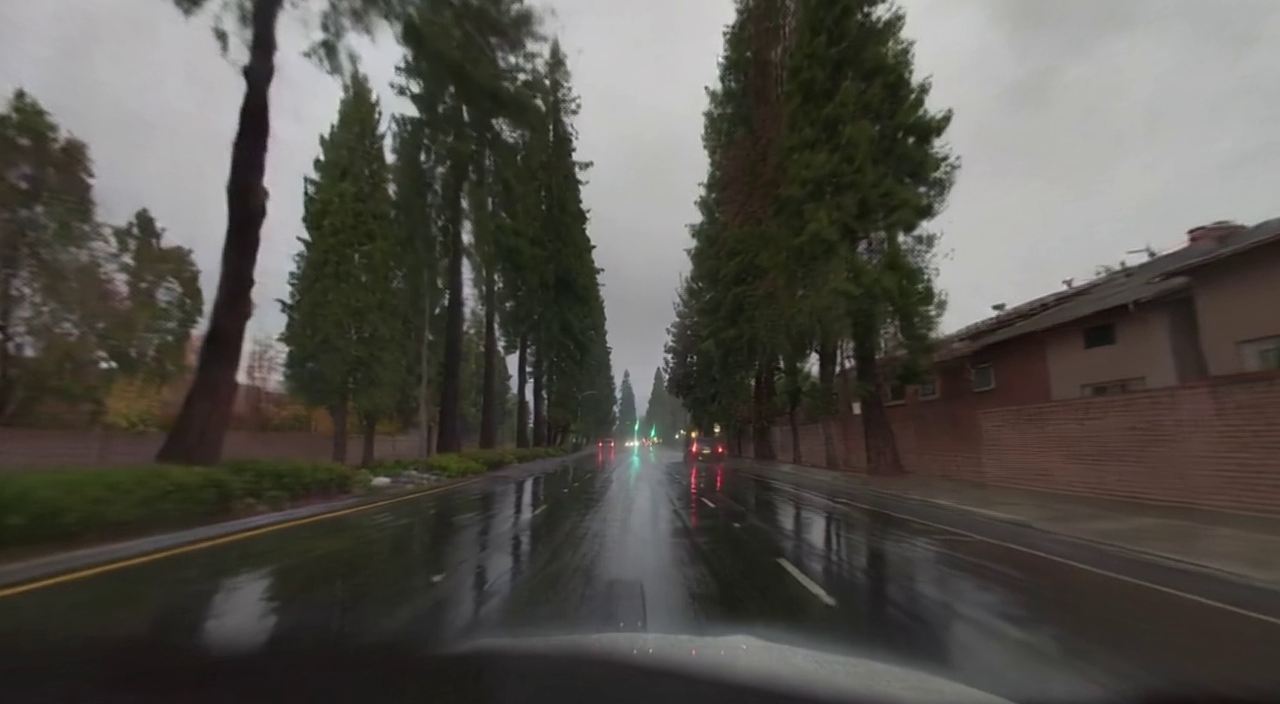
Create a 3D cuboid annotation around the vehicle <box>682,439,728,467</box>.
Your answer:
[{"bbox_3d":[3.900,6.210,38.814,2.237,1.578,4.621,0,-8,-1],"label":"vehicle"}]
